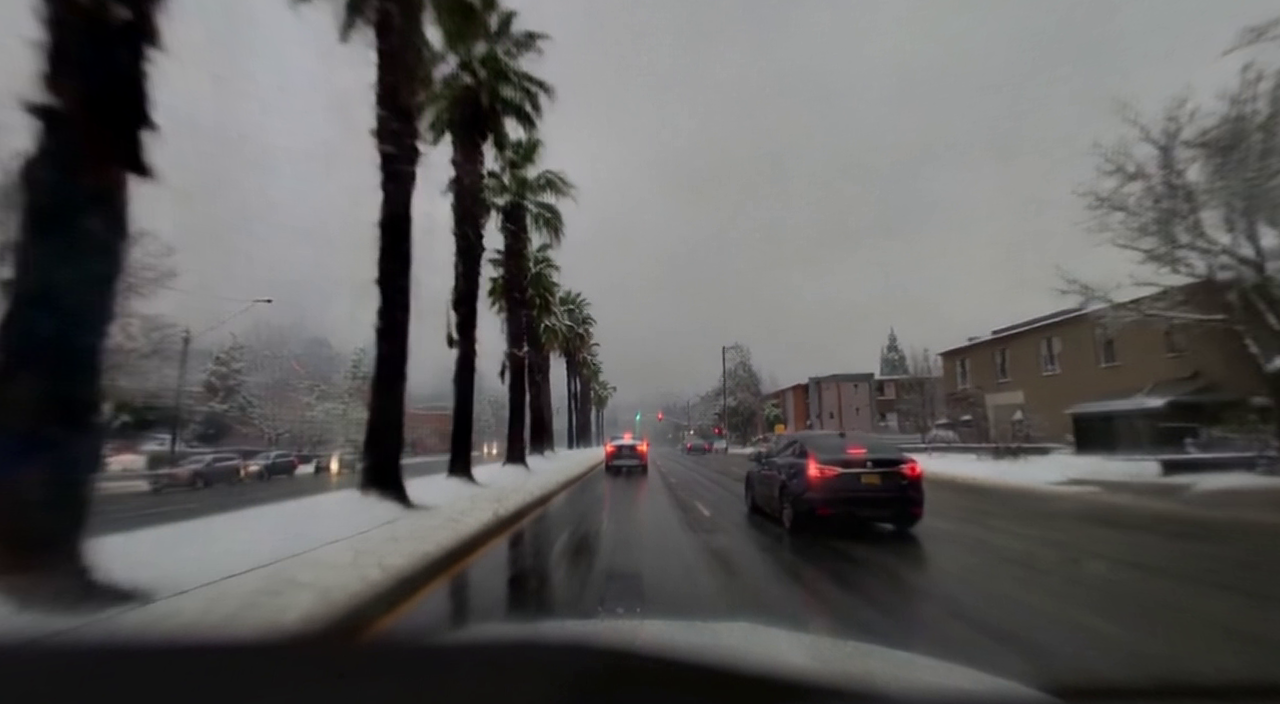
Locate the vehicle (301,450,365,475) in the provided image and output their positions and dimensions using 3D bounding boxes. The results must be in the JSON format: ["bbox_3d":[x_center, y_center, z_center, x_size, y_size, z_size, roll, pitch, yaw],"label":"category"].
[{"bbox_3d":[-19.599,7.047,40.403,1.847,1.466,4.530,0,-8,-1],"label":"vehicle"}]

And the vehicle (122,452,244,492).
[{"bbox_3d":[-19.497,5.121,27.145,1.920,1.505,4.351,0,-8,1],"label":"vehicle"}]

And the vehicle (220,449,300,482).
[{"bbox_3d":[-19.762,5.894,32.938,1.753,1.600,4.040,0,-8,-2],"label":"vehicle"}]

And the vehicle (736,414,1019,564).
[{"bbox_3d":[2.897,1.807,9.112,2.195,1.590,4.668,0,-8,-1],"label":"vehicle"}]

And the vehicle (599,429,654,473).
[{"bbox_3d":[-0.576,4.398,28.107,2.277,1.816,4.192,0,-8,-1],"label":"vehicle"}]
